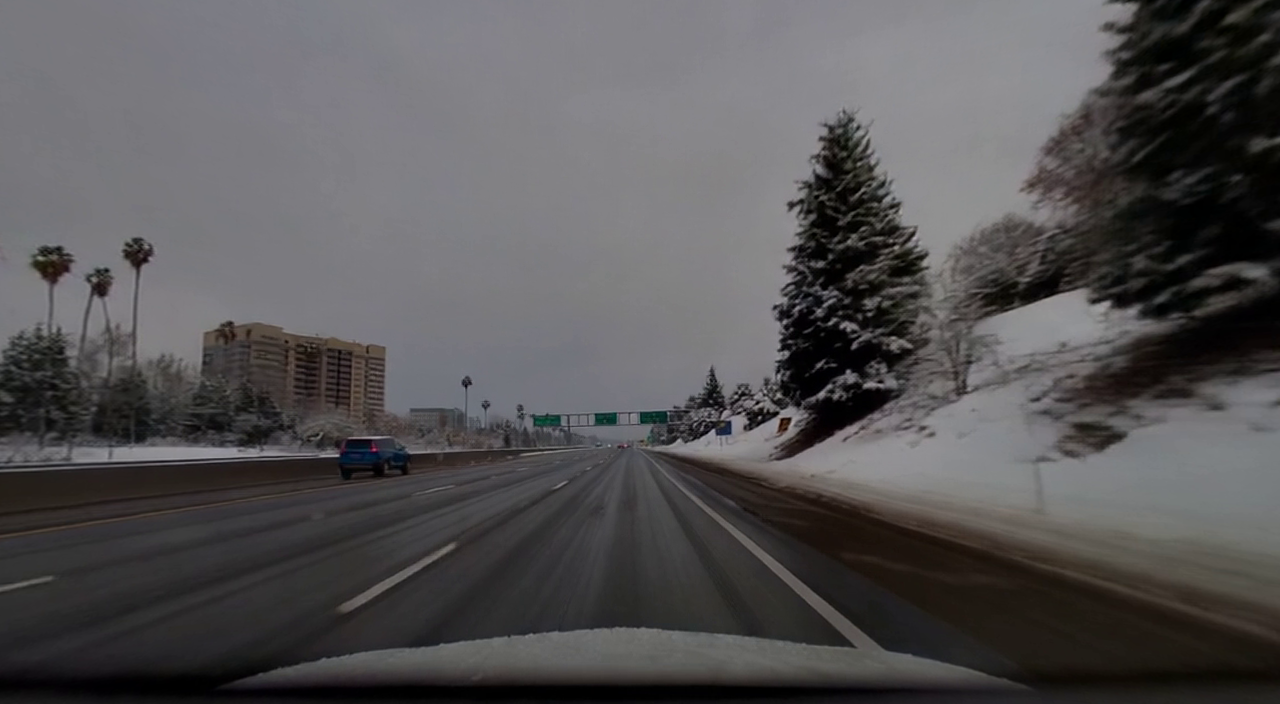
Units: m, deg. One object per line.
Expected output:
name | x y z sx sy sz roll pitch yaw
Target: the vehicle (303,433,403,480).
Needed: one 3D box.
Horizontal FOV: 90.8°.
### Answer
vehicle | -11.815 4.321 26.403 2.016 1.754 4.543 0 -8 0
